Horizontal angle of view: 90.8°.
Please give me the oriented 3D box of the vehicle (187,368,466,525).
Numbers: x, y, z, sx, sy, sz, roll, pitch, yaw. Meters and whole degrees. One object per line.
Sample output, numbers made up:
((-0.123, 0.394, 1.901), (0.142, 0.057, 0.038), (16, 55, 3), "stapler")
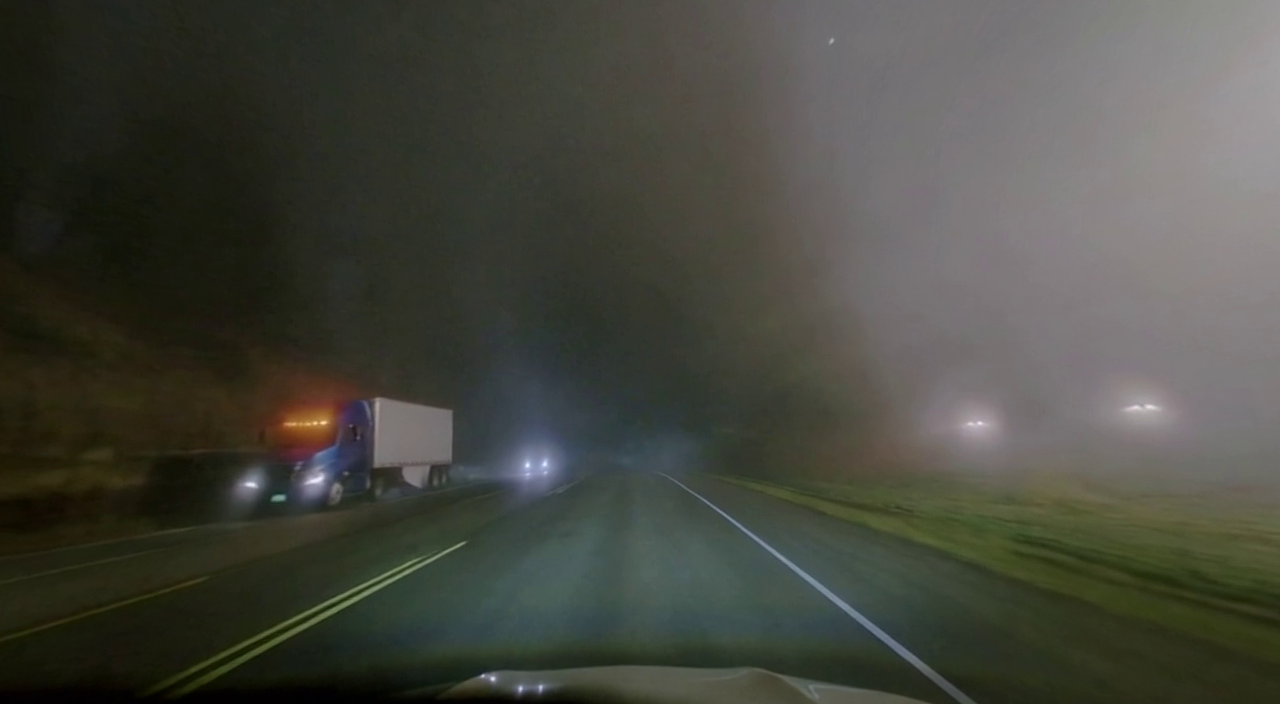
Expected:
((-8.160, 2.645, 18.755), (2.905, 3.359, 10.168), (0, -7, 1), "vehicle")

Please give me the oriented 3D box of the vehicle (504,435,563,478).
((-8.110, 8.021, 49.166), (2.781, 3.039, 8.581), (0, -8, 2), "vehicle")
